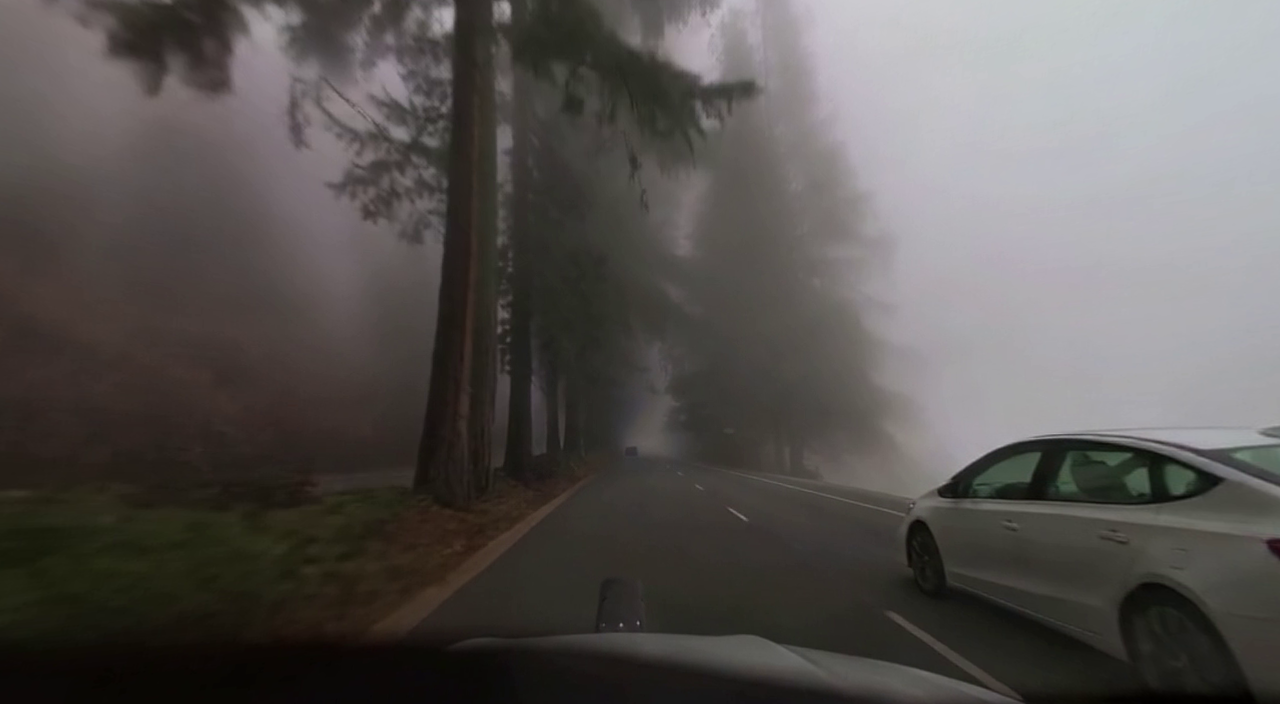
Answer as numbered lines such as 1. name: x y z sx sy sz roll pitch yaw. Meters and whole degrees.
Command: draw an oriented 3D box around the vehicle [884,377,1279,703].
1. vehicle: 3.604 1.162 4.293 2.060 1.584 4.592 0 -9 0
